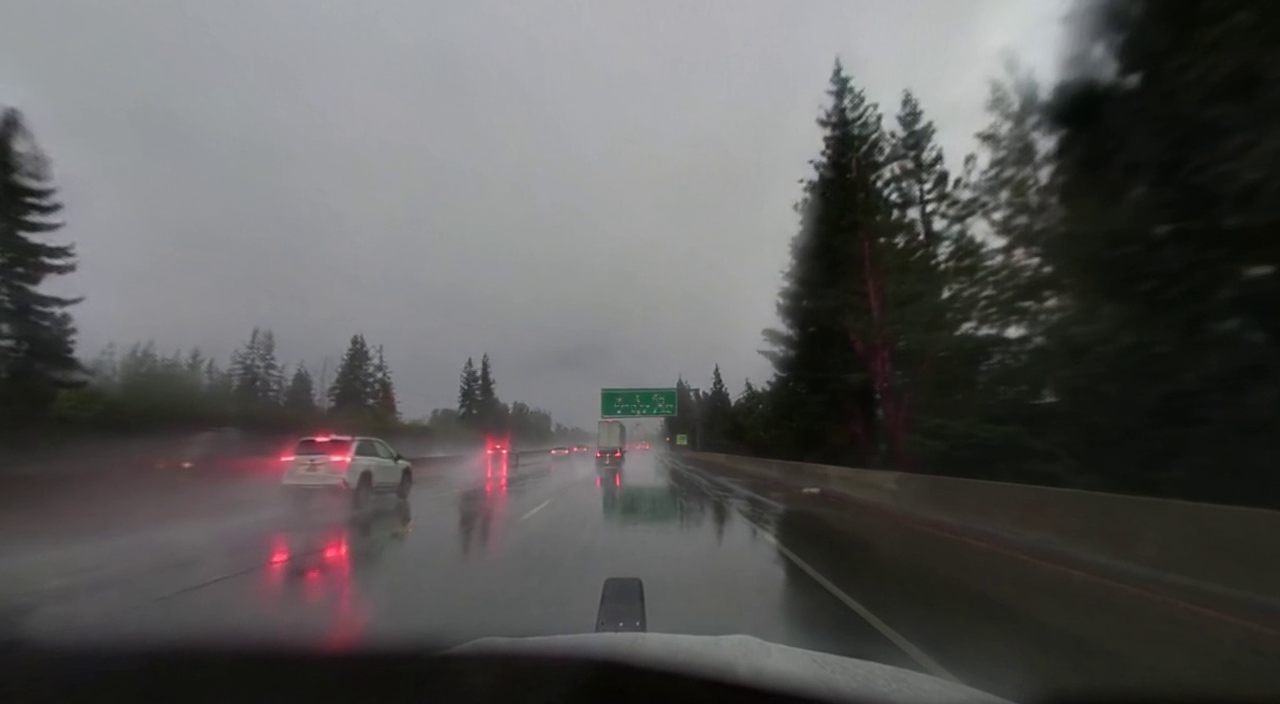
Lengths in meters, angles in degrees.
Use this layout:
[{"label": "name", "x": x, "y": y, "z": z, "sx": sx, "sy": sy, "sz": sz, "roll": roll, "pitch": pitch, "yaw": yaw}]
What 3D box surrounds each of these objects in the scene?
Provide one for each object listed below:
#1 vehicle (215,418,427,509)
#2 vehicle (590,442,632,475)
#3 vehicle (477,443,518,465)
[{"label": "vehicle", "x": -7.317, "y": 2.641, "z": 15.387, "sx": 2.115, "sy": 1.778, "sz": 5.572, "roll": 0, "pitch": -8, "yaw": 2}, {"label": "vehicle", "x": -1.420, "y": 5.458, "z": 32.544, "sx": 1.931, "sy": 1.528, "sz": 4.126, "roll": 0, "pitch": -8, "yaw": 1}, {"label": "vehicle", "x": -10.675, "y": 7.664, "z": 47.473, "sx": 2.036, "sy": 1.506, "sz": 4.358, "roll": 0, "pitch": -8, "yaw": 1}]
